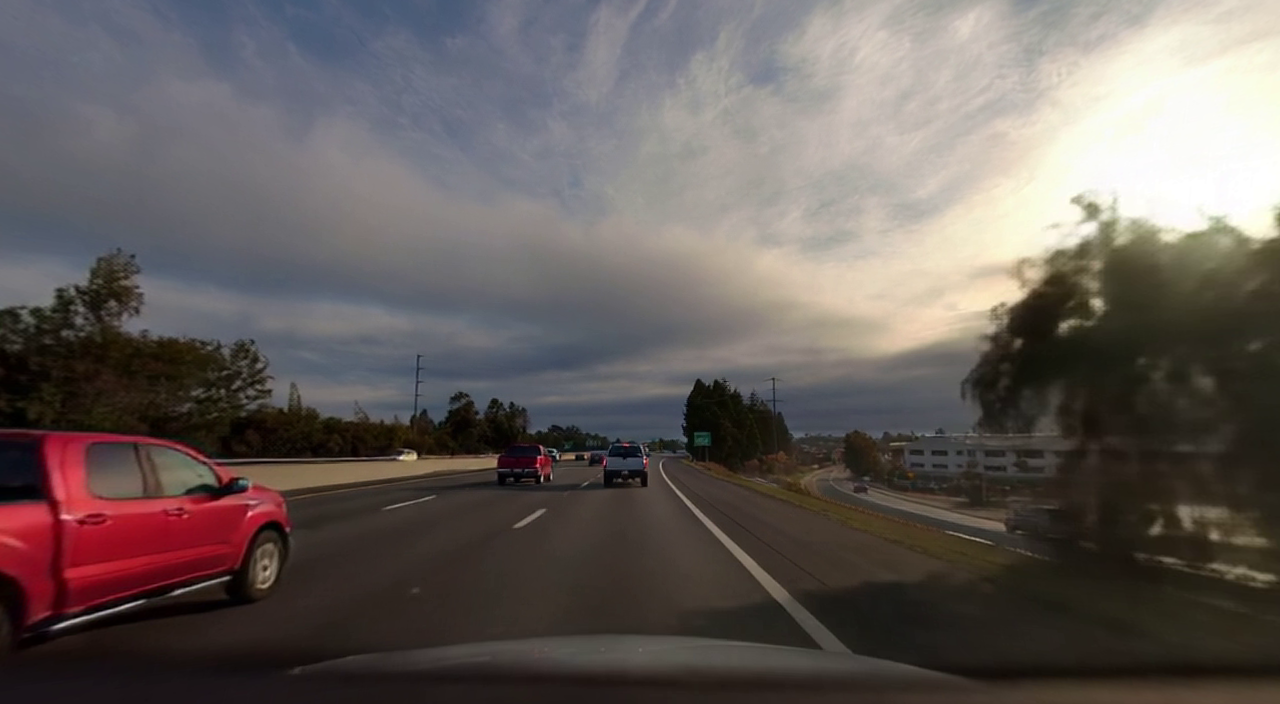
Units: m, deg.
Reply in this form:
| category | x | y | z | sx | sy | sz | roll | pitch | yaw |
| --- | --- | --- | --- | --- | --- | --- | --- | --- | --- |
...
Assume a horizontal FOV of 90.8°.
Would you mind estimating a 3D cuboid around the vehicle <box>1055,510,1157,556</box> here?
| category | x | y | z | sx | sy | sz | roll | pitch | yaw |
| --- | --- | --- | --- | --- | --- | --- | --- | --- | --- |
| vehicle | 23.048 | 8.926 | 31.483 | 1.956 | 1.594 | 4.425 | -1 | -8 | 4 |

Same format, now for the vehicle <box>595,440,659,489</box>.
| category | x | y | z | sx | sy | sz | roll | pitch | yaw |
| --- | --- | --- | --- | --- | --- | --- | --- | --- | --- |
| vehicle | -0.427 | 4.405 | 25.028 | 2.293 | 1.753 | 4.380 | 0 | -9 | 1 |

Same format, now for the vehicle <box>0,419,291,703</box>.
| category | x | y | z | sx | sy | sz | roll | pitch | yaw |
| --- | --- | --- | --- | --- | --- | --- | --- | --- | --- |
| vehicle | -4.131 | 1.129 | 3.460 | 1.936 | 1.470 | 4.402 | 0 | -9 | 0 |

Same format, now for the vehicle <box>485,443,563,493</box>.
| category | x | y | z | sx | sy | sz | roll | pitch | yaw |
| --- | --- | --- | --- | --- | --- | --- | --- | --- | --- |
| vehicle | -4.338 | 4.414 | 24.566 | 2.038 | 1.704 | 5.181 | 0 | -9 | 0 |
